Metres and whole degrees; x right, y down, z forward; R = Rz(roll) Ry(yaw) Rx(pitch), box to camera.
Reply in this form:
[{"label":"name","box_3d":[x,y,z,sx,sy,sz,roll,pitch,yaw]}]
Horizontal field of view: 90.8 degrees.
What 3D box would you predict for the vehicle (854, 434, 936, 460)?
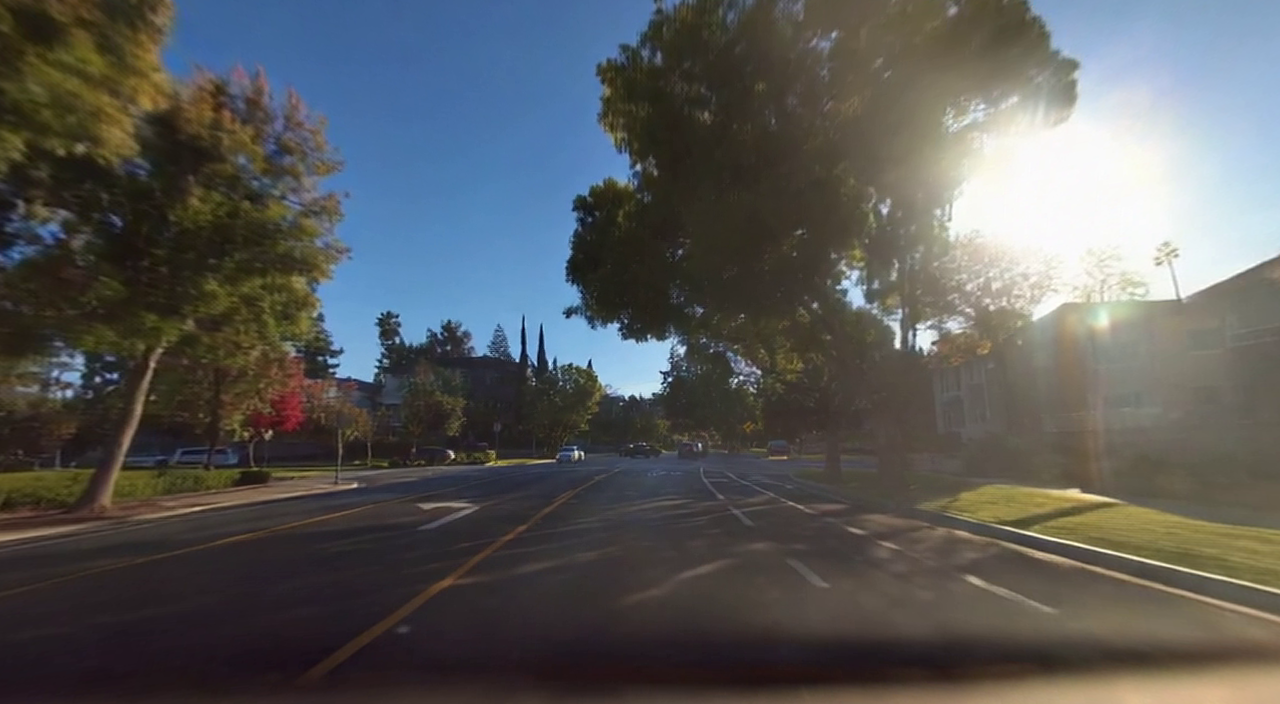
[{"label":"vehicle","box_3d":[18.705,7.037,46.513,5.035,1.772,2.115,-1,-10,0]}]
